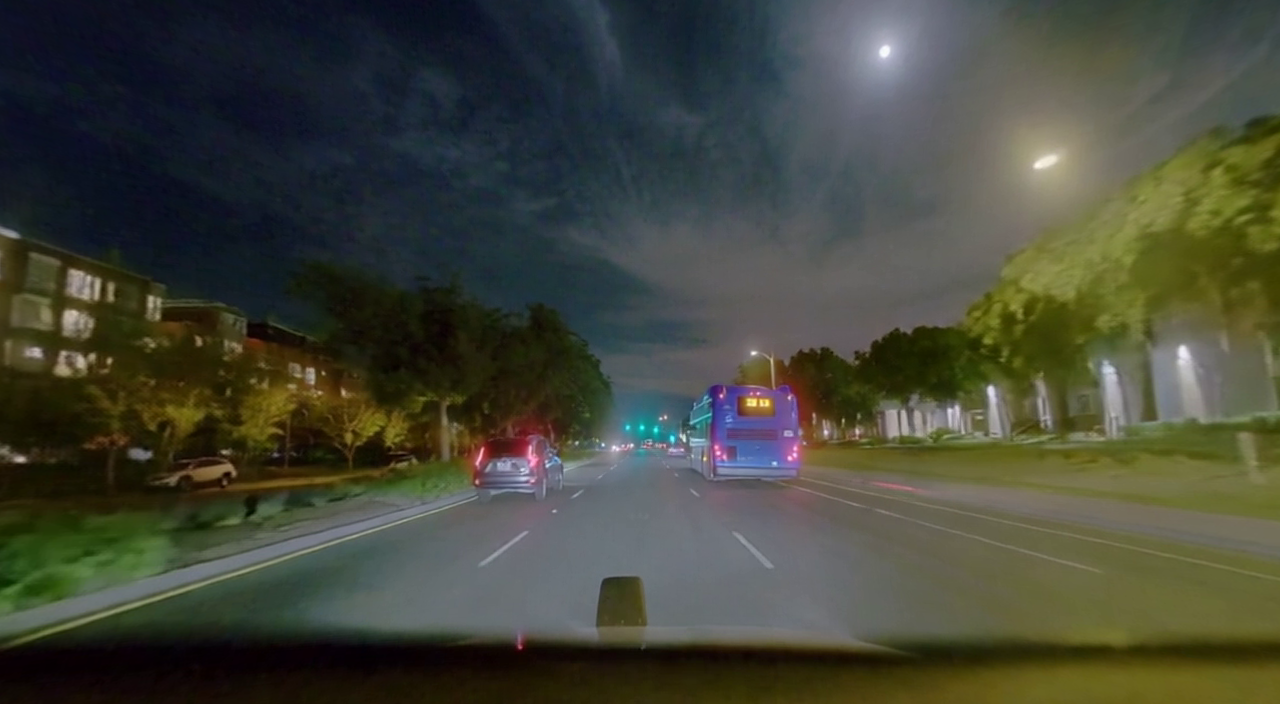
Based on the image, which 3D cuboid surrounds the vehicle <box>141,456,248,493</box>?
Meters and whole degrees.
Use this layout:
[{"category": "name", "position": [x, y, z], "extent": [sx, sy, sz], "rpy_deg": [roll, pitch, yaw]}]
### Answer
[{"category": "vehicle", "position": [-22.243, 6.097, 31.603], "extent": [2.018, 1.648, 4.631], "rpy_deg": [0, -8, -1]}]

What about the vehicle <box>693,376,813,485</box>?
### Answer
[{"category": "vehicle", "position": [3.929, 3.283, 25.336], "extent": [3.072, 3.278, 12.747], "rpy_deg": [0, -8, 3]}]

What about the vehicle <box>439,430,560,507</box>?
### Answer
[{"category": "vehicle", "position": [-3.543, 3.026, 16.835], "extent": [2.111, 1.767, 4.333], "rpy_deg": [0, -8, 2]}]
